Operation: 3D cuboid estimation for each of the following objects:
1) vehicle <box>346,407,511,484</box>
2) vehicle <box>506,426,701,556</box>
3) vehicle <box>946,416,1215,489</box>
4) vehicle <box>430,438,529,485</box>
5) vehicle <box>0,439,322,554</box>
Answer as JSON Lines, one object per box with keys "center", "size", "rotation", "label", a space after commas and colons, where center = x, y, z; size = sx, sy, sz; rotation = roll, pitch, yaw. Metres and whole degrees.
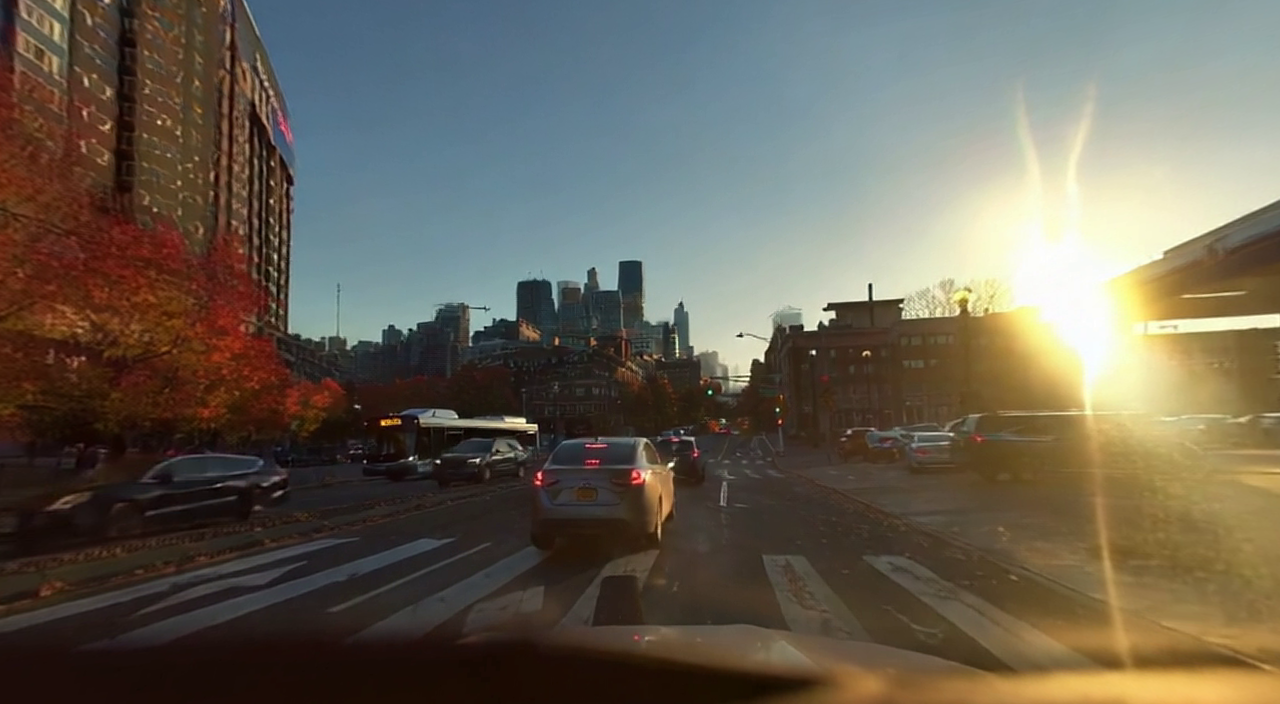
{"center": [-10.093, 4.814, 32.124], "size": [3.189, 3.205, 11.526], "rotation": [-1, -9, 7], "label": "vehicle"}
{"center": [-0.268, 1.970, 9.575], "size": [2.092, 1.507, 4.078], "rotation": [-2, -9, 9], "label": "vehicle"}
{"center": [10.611, 2.498, 15.535], "size": [4.894, 1.451, 2.089], "rotation": [-4, -9, 8], "label": "vehicle"}
{"center": [-6.433, 4.476, 25.905], "size": [2.147, 1.741, 5.239], "rotation": [-1, -9, 7], "label": "vehicle"}
{"center": [-8.553, 2.469, 11.616], "size": [2.054, 1.599, 5.178], "rotation": [-1, -9, 8], "label": "vehicle"}
